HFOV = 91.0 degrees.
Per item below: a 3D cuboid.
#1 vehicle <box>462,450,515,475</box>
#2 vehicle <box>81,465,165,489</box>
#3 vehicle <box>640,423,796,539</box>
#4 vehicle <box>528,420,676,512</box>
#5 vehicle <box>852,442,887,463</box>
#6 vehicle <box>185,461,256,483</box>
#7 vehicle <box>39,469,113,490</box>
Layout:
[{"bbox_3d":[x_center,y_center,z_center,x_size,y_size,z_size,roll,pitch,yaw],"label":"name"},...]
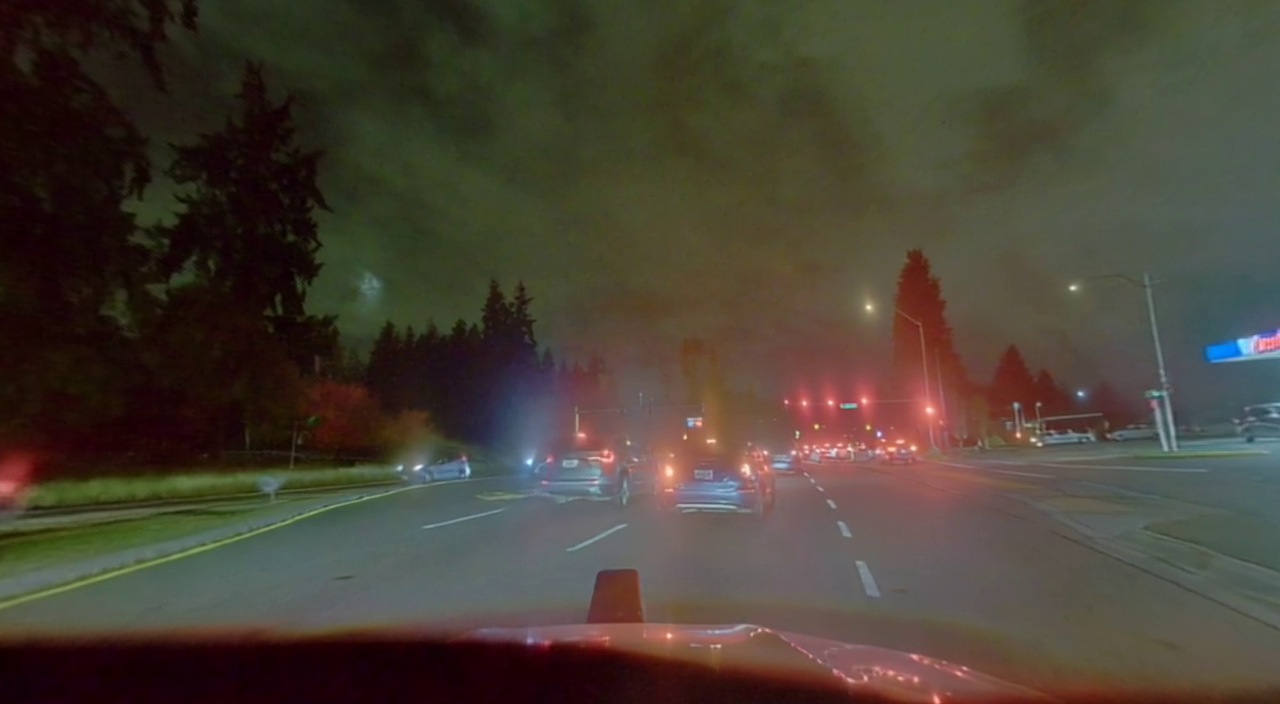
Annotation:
[{"bbox_3d":[-11.124,8.146,46.509,1.926,1.693,4.445,-2,-9,14],"label":"vehicle"},{"bbox_3d":[-34.260,8.258,41.738,4.384,1.490,2.031,-2,-9,15],"label":"vehicle"},{"bbox_3d":[1.532,2.098,10.894,2.060,1.580,3.980,-2,-9,16],"label":"vehicle"},{"bbox_3d":[-0.656,2.602,14.813,2.102,1.774,4.662,-2,-9,15],"label":"vehicle"},{"bbox_3d":[17.326,7.590,47.595,1.916,1.462,4.487,-2,-9,13],"label":"vehicle"},{"bbox_3d":[-31.807,9.057,47.697,4.507,1.533,1.999,-3,-9,19],"label":"vehicle"},{"bbox_3d":[-41.771,9.427,46.686,1.603,1.398,3.616,-6,-10,27],"label":"vehicle"}]
